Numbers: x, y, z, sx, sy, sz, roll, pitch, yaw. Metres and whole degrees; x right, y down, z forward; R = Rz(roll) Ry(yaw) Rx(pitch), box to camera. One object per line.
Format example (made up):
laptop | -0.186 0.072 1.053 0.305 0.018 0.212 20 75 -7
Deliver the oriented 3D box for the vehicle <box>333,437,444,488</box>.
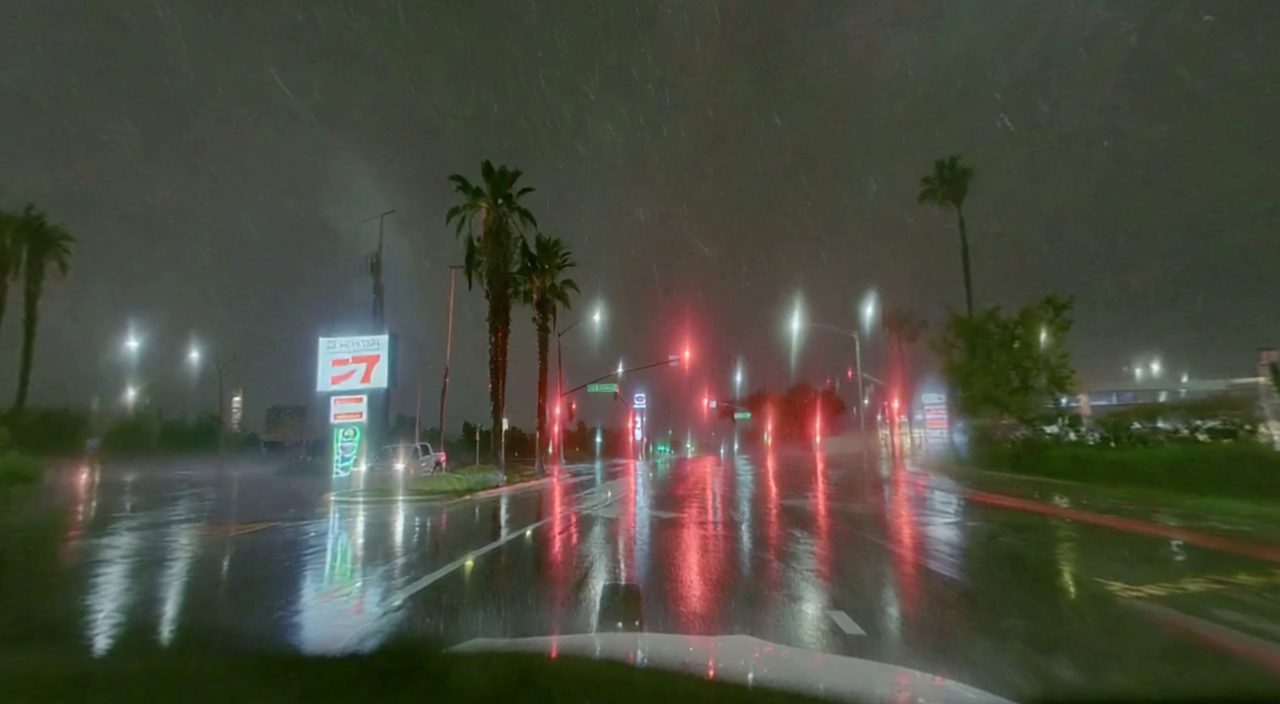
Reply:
vehicle | -9.893 4.385 25.308 2.109 1.816 4.670 -2 -9 6

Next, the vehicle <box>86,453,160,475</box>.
vehicle | -39.791 8.617 48.640 4.089 1.517 2.014 -2 -9 6
